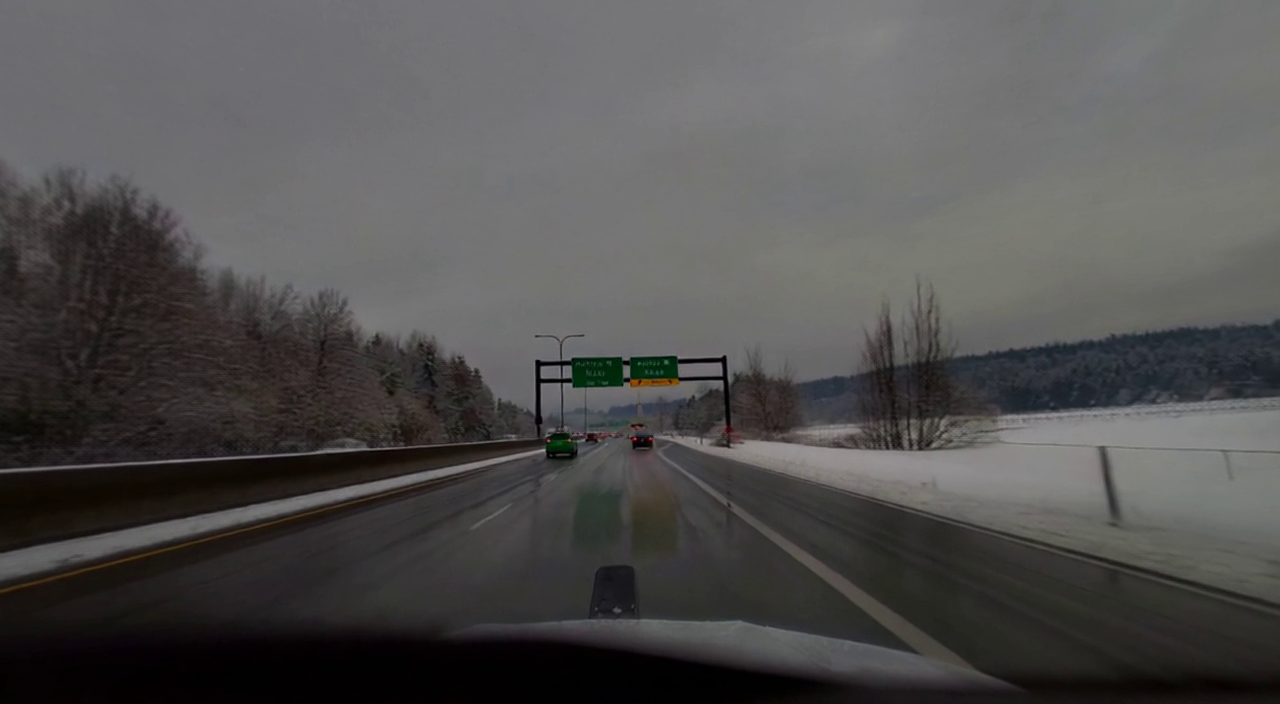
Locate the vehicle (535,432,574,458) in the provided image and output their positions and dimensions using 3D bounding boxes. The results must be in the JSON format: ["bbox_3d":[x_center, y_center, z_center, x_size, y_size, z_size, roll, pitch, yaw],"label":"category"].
[{"bbox_3d":[-5.261,5.729,39.132,1.959,1.514,3.668,0,-8,-1],"label":"vehicle"}]

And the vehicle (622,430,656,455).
[{"bbox_3d":[-0.049,6.017,41.883,2.139,1.561,4.060,0,-8,0],"label":"vehicle"}]

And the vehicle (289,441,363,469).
[{"bbox_3d":[-17.704,5.794,35.828,1.939,1.469,4.527,0,-8,-1],"label":"vehicle"}]
